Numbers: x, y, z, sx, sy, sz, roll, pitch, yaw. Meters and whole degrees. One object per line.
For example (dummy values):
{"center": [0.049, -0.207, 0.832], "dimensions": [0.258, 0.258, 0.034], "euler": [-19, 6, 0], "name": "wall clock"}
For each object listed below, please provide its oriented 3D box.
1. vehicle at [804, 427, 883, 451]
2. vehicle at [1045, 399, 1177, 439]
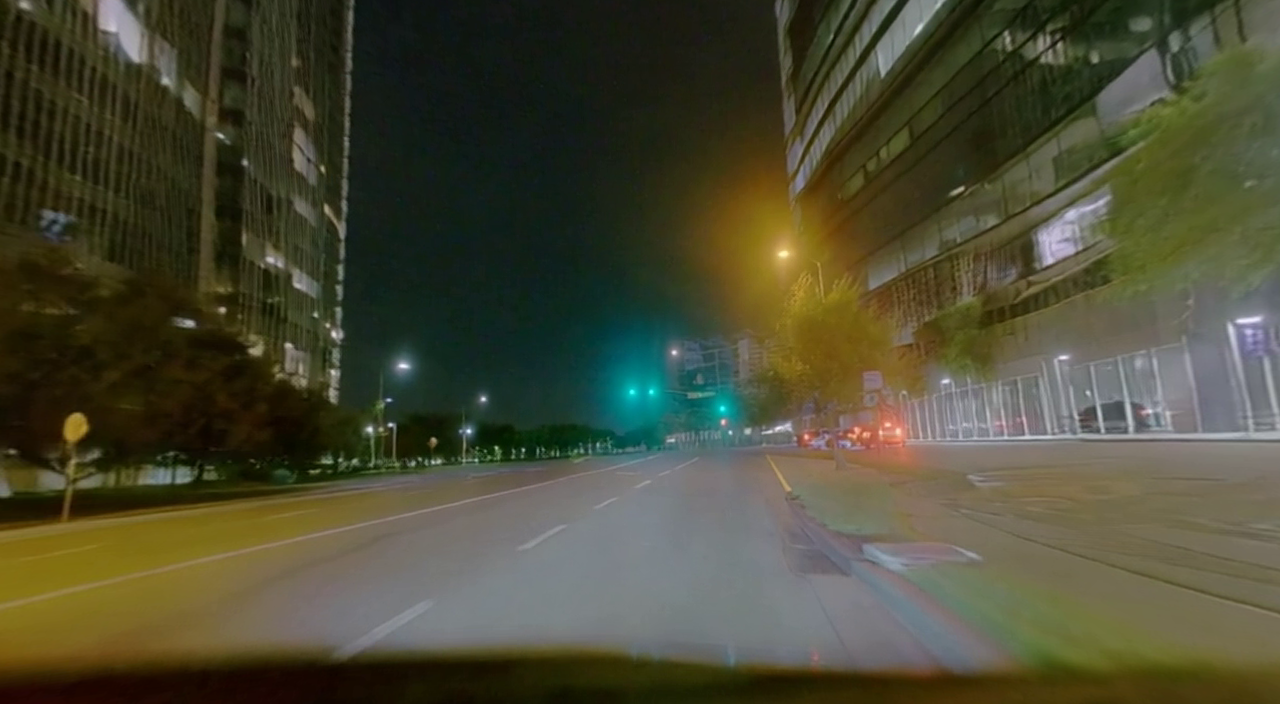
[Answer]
{"center": [12.146, 5.195, 37.777], "dimensions": [4.218, 1.385, 1.830], "euler": [3, -8, -21], "name": "vehicle"}
{"center": [22.620, 3.289, 30.461], "dimensions": [4.871, 1.757, 2.014], "euler": [-7, -10, 40], "name": "vehicle"}
